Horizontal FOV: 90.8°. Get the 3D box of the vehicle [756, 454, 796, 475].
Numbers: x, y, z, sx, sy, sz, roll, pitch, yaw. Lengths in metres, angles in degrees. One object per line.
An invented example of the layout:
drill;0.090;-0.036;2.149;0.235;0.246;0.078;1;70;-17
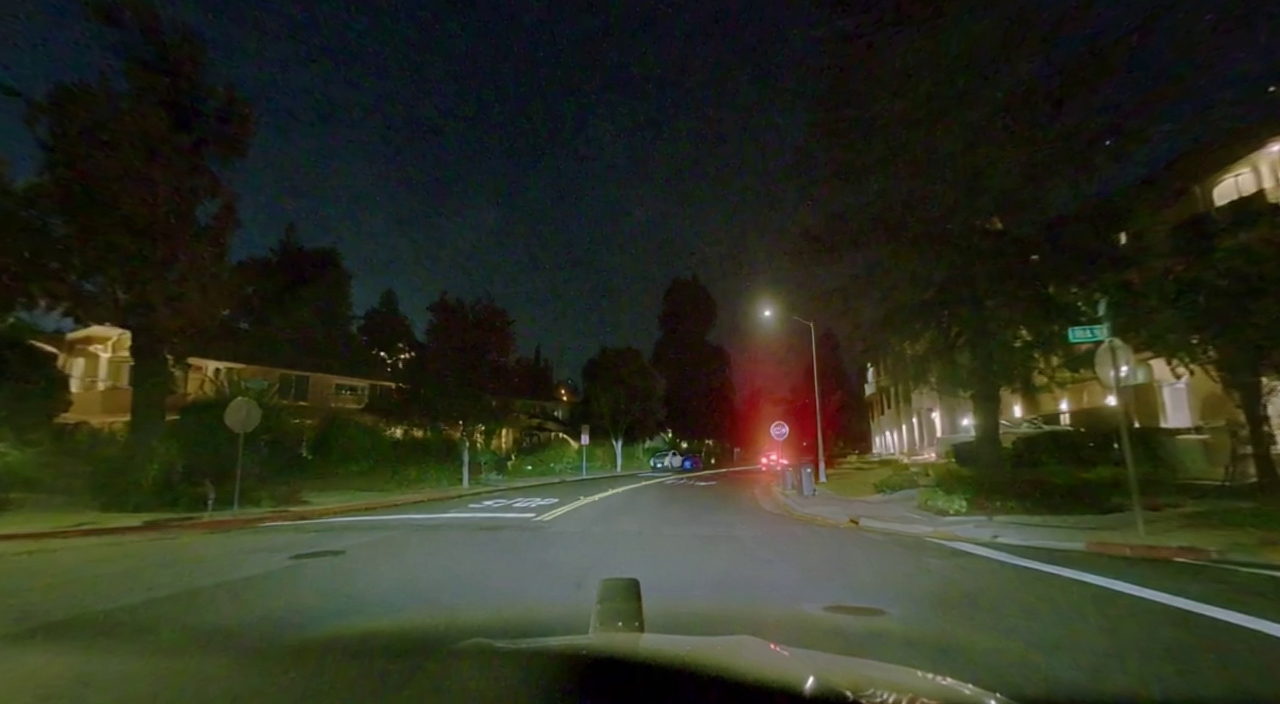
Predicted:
vehicle;10.487;8.575;48.460;2.045;1.478;4.914;-4;-9;23
